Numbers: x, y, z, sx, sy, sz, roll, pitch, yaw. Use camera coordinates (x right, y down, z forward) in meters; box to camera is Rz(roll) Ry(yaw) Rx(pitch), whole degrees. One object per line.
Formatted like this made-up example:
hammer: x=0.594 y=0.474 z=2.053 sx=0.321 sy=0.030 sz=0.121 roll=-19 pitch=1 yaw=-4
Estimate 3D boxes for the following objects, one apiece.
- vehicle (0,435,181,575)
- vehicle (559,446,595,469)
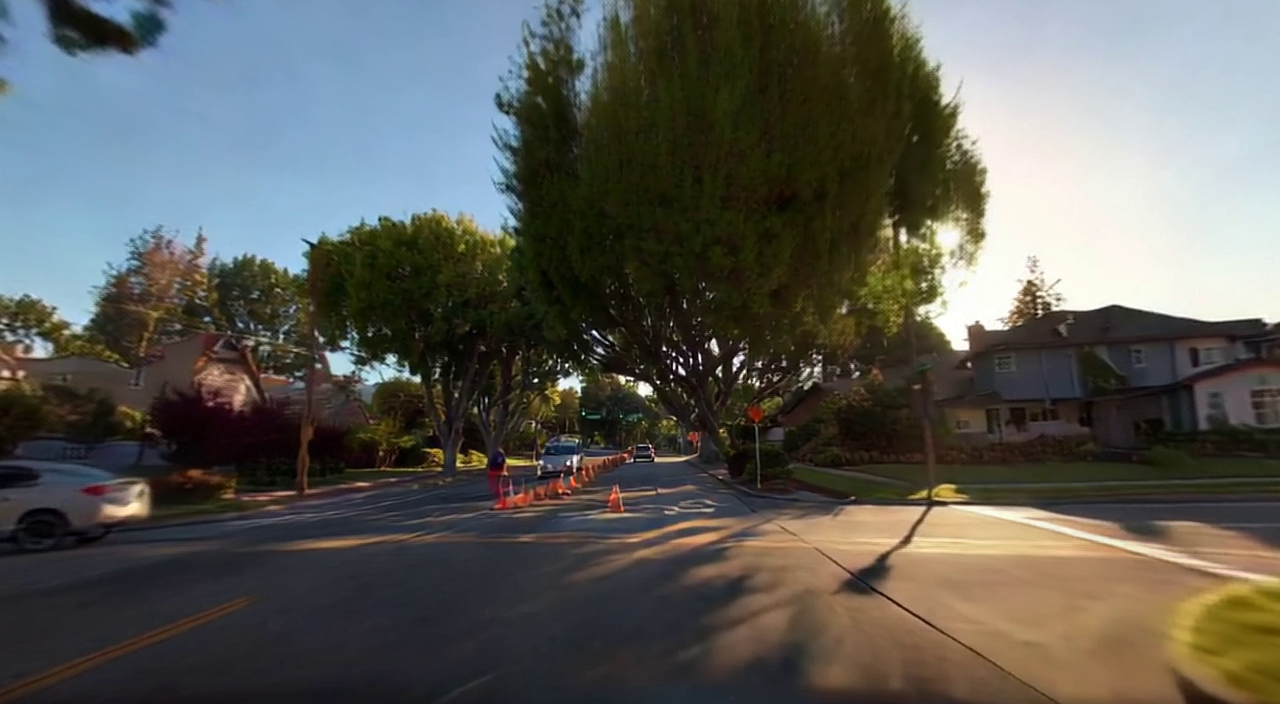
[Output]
vehicle: x=-9.662 y=2.235 z=9.056 sx=4.594 sy=1.696 sz=1.971 roll=-4 pitch=-8 yaw=-2
vehicle: x=-4.549 y=7.708 z=46.252 sx=1.927 sy=1.521 sz=4.571 roll=0 pitch=-8 yaw=3
